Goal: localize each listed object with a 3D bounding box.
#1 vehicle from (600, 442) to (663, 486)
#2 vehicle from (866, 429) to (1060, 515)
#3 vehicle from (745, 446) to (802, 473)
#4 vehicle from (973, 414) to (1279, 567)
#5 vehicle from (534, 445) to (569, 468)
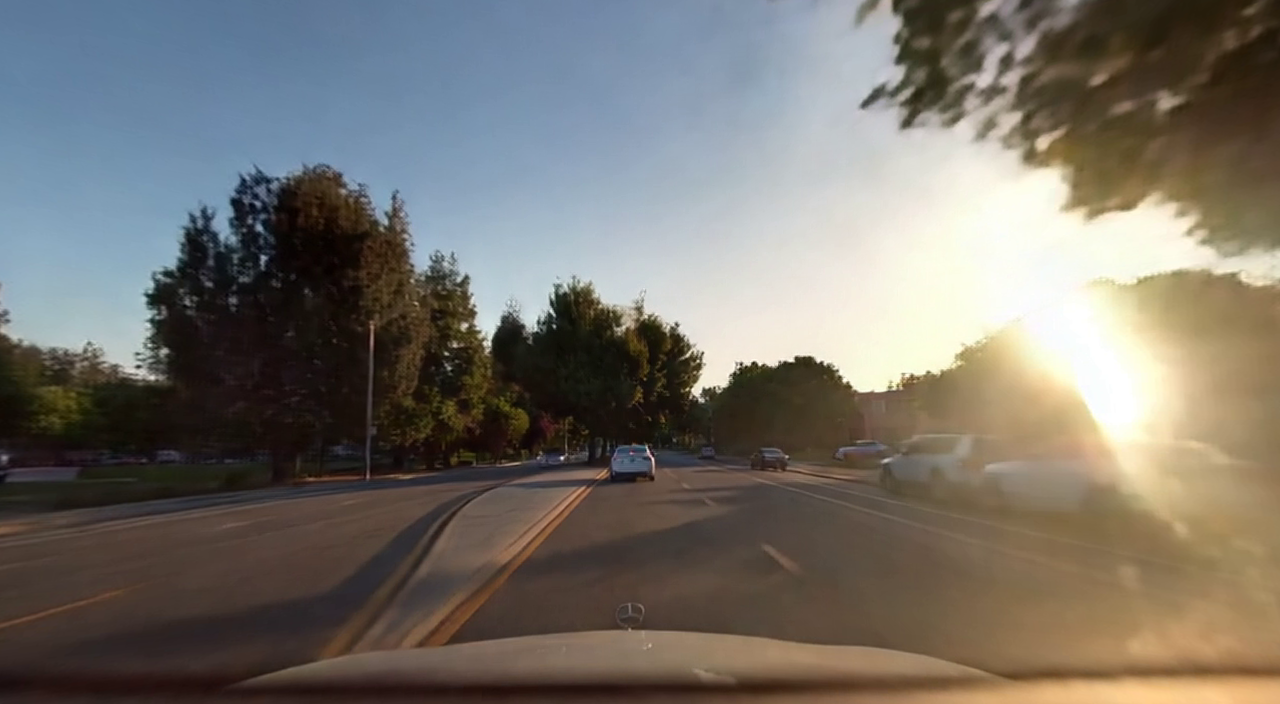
[{"bbox_3d":[-0.306,4.122,23.493,2.099,1.470,4.302,0,-9,0],"label":"vehicle"},{"bbox_3d":[7.725,2.910,15.857,2.064,1.792,5.053,0,-9,-2],"label":"vehicle"},{"bbox_3d":[7.766,6.310,37.158,2.131,1.474,4.752,0,-9,-2],"label":"vehicle"},{"bbox_3d":[7.894,2.043,10.139,2.185,1.818,5.038,0,-9,-2],"label":"vehicle"},{"bbox_3d":[-6.790,8.077,48.886,2.083,1.646,4.293,0,-9,1],"label":"vehicle"}]
